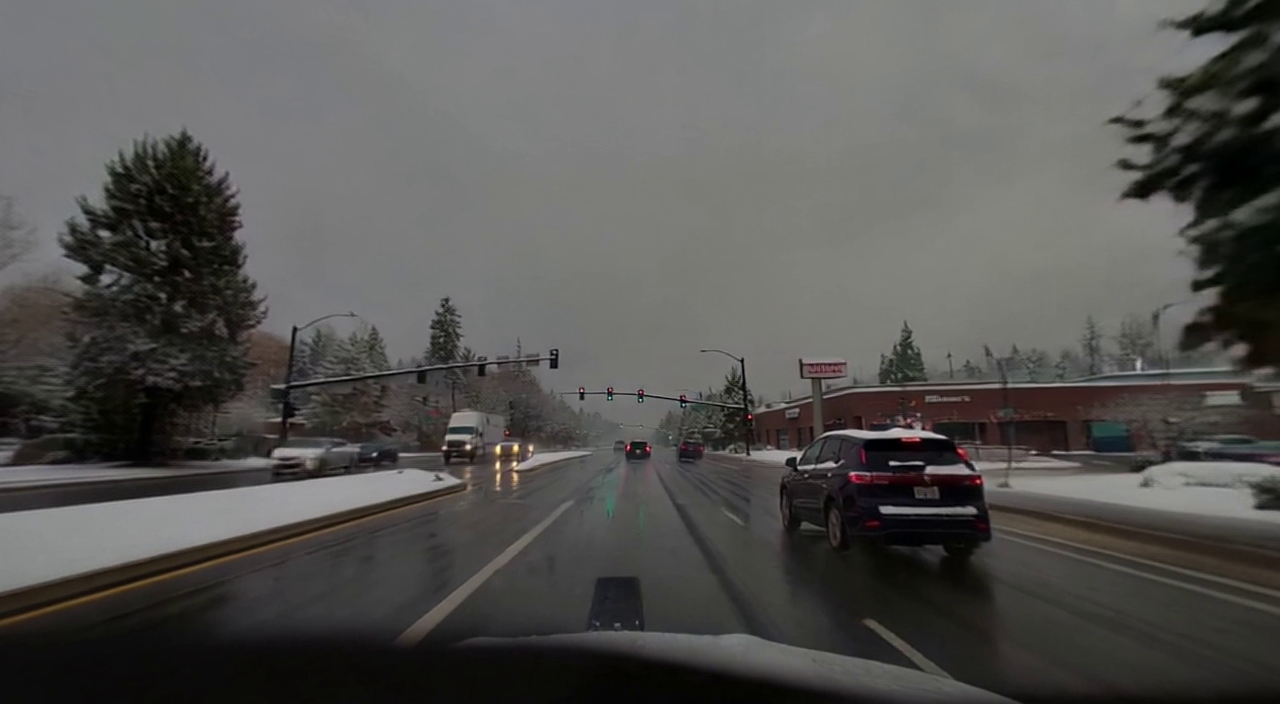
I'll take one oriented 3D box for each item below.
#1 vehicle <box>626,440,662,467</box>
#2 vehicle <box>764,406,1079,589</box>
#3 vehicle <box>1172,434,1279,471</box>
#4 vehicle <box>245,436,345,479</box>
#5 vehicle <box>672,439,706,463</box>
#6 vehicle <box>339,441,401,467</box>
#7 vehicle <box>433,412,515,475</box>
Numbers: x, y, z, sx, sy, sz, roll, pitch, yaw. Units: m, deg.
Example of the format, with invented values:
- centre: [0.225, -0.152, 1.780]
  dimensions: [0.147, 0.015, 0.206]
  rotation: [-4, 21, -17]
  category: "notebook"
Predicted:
- centre: [0.193, 6.095, 37.943]
  dimensions: [2.023, 1.532, 3.891]
  rotation: [0, -9, -2]
  category: "vehicle"
- centre: [3.053, 1.678, 8.123]
  dimensions: [1.969, 1.682, 4.387]
  rotation: [0, -9, -1]
  category: "vehicle"
- centre: [31.406, 5.307, 33.505]
  dimensions: [1.980, 1.792, 4.850]
  rotation: [0, -9, -1]
  category: "vehicle"
- centre: [-14.082, 4.320, 26.085]
  dimensions: [1.847, 1.624, 3.927]
  rotation: [0, -9, 1]
  category: "vehicle"
- centre: [3.549, 7.302, 46.514]
  dimensions: [2.085, 1.668, 4.077]
  rotation: [0, -9, 0]
  category: "vehicle"
- centre: [-17.791, 6.718, 41.897]
  dimensions: [1.946, 1.606, 5.136]
  rotation: [0, -9, -1]
  category: "vehicle"
- centre: [-7.386, 4.187, 28.876]
  dimensions: [2.334, 2.525, 5.893]
  rotation: [0, -9, -2]
  category: "vehicle"
